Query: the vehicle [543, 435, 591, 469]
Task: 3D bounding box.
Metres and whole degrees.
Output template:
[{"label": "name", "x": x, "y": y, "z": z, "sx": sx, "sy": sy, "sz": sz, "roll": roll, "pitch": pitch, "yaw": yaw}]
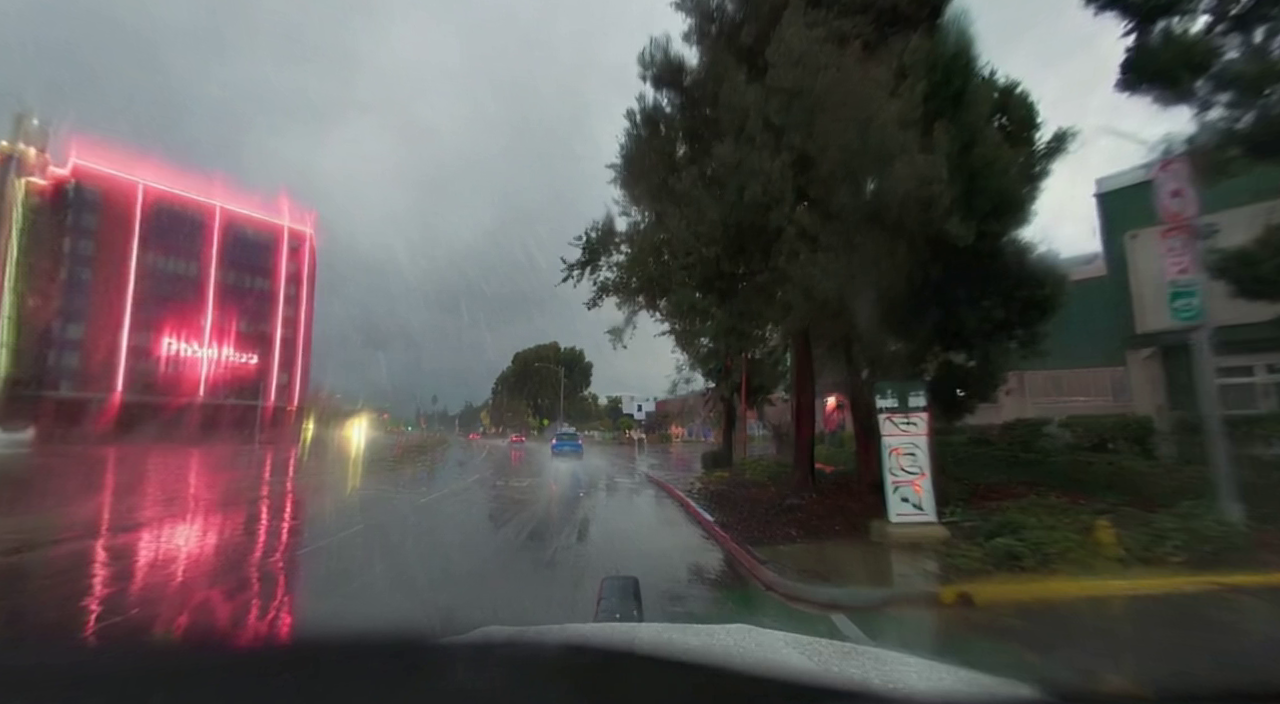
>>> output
[{"label": "vehicle", "x": -3.723, "y": 4.980, "z": 31.777, "sx": 2.231, "sy": 1.572, "sz": 4.227, "roll": 1, "pitch": -8, "yaw": -7}]
